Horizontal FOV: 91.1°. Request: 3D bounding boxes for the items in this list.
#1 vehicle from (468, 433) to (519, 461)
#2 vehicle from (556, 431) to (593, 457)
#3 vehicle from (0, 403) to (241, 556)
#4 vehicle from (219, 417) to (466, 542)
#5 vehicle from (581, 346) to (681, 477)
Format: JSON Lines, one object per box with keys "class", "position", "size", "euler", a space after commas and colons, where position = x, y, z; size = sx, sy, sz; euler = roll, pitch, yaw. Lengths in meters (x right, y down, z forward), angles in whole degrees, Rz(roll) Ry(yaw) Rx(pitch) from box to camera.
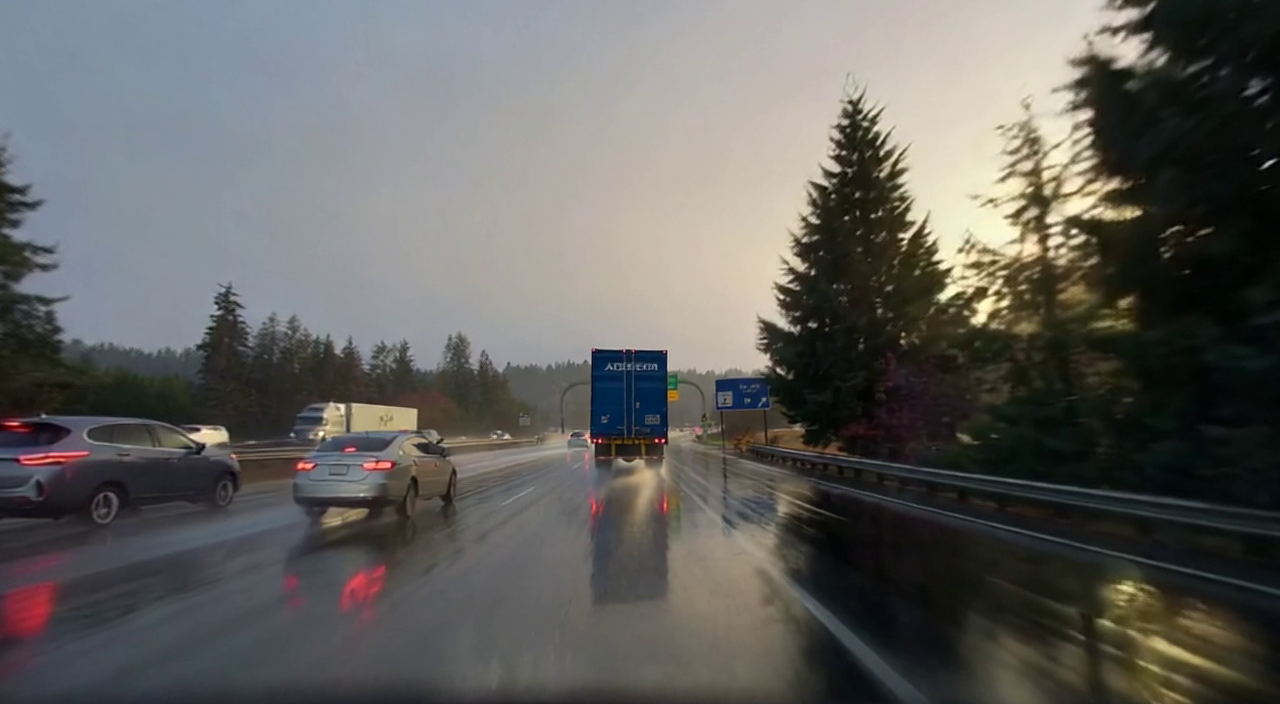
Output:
{"class": "vehicle", "position": [-8.526, 5.525, 36.921], "size": [1.976, 1.510, 4.604], "euler": [0, -8, -1]}
{"class": "vehicle", "position": [-4.376, 6.211, 42.685], "size": [2.104, 1.653, 4.302], "euler": [0, -8, -1]}
{"class": "vehicle", "position": [-7.994, 1.666, 8.926], "size": [1.990, 1.654, 4.129], "euler": [0, -8, -1]}
{"class": "vehicle", "position": [-4.155, 1.815, 9.623], "size": [1.933, 1.492, 3.838], "euler": [0, -8, -1]}
{"class": "vehicle", "position": [-0.385, 2.571, 25.207], "size": [3.118, 4.106, 10.719], "euler": [0, -8, -1]}
